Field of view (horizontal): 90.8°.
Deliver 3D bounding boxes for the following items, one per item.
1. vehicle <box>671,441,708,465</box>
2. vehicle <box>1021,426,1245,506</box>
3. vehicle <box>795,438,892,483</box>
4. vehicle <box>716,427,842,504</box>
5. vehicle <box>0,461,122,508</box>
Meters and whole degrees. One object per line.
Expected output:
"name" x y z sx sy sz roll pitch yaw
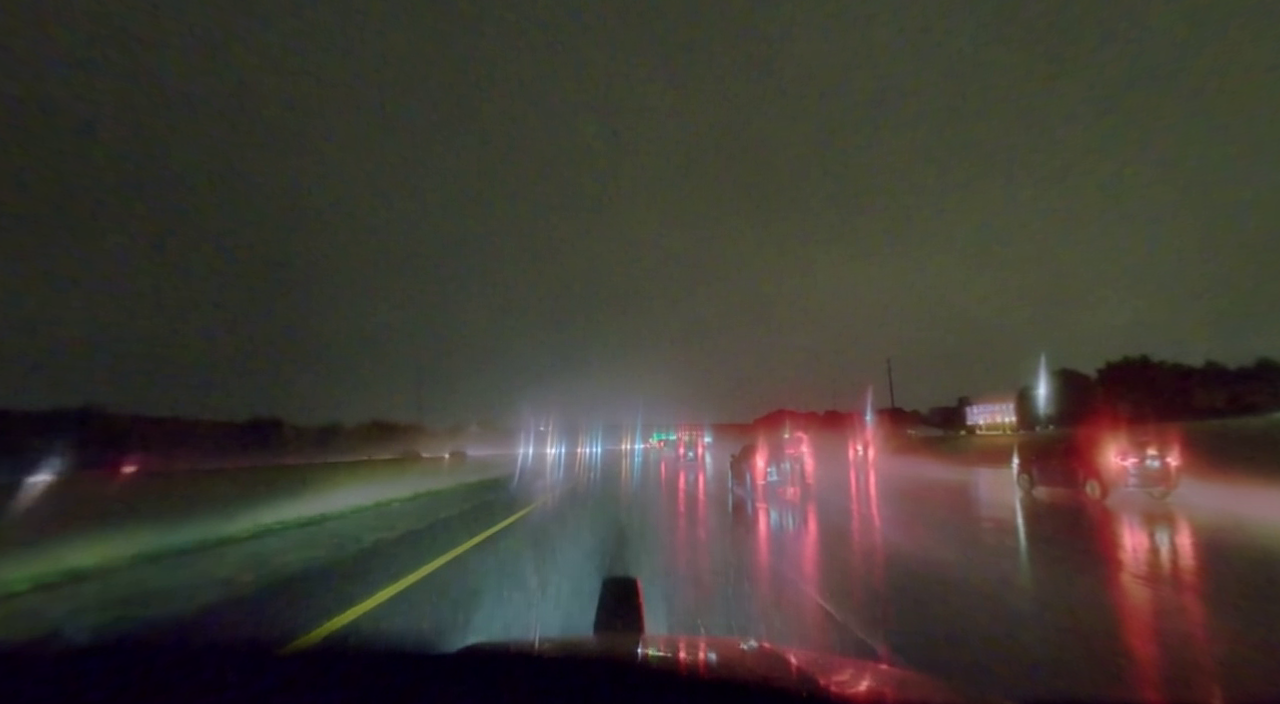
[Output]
"vehicle" 3.266 6.748 42.339 2.038 1.477 4.313 0 -8 -1
"vehicle" 11.046 2.570 14.641 1.844 1.560 4.085 0 -8 0
"vehicle" 7.159 3.864 22.725 1.952 1.442 4.259 0 -8 -1
"vehicle" 3.210 2.743 15.659 1.977 1.601 4.598 0 -8 -2
"vehicle" -21.788 4.809 23.293 1.833 1.472 4.107 0 -8 0
